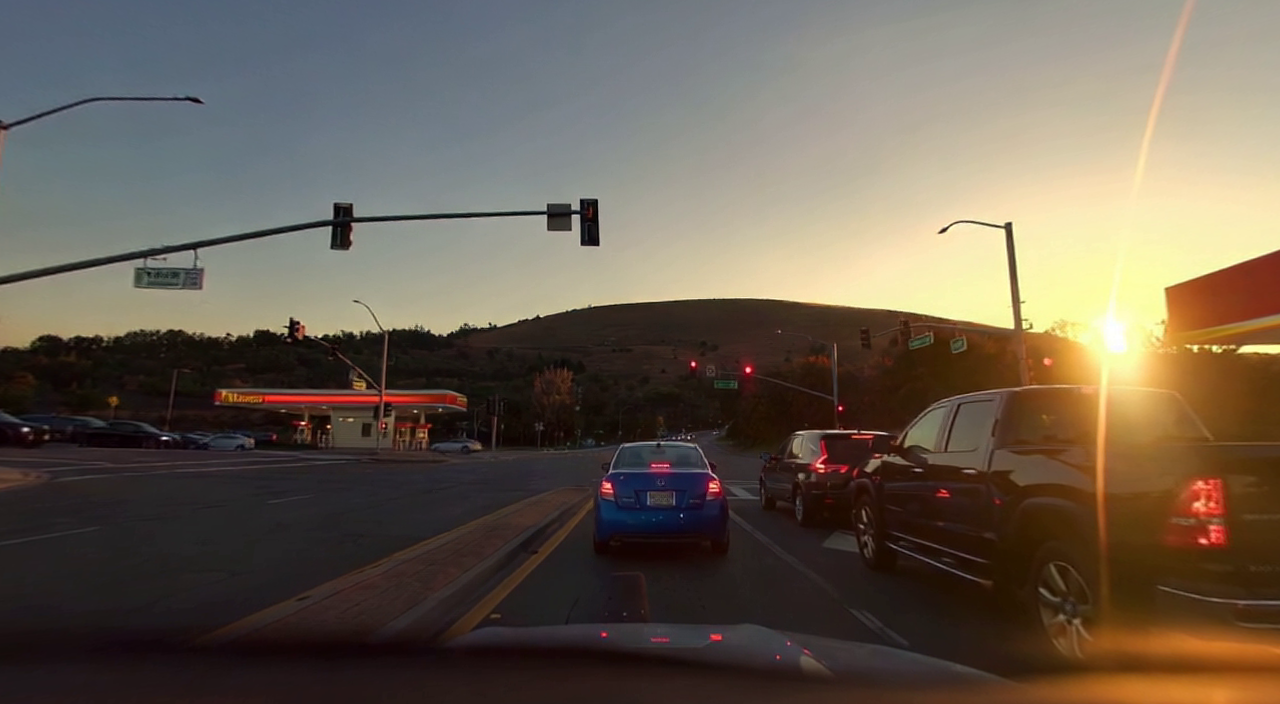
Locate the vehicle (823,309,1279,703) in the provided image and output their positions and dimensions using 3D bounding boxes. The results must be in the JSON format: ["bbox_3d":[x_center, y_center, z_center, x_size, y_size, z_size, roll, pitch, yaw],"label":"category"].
[{"bbox_3d":[3.530,1.193,5.117,2.277,1.871,6.143,0,-8,0],"label":"vehicle"}]

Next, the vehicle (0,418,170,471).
[{"bbox_3d":[-19.664,3.245,22.123,4.742,1.720,2.107,-1,-8,5],"label":"vehicle"}]

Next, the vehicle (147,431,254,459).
[{"bbox_3d":[-23.205,4.906,33.386,4.326,1.420,1.798,-1,-8,3],"label":"vehicle"}]

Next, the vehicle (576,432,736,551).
[{"bbox_3d":[0.210,2.060,9.982,2.027,1.494,3.824,0,-8,0],"label":"vehicle"}]

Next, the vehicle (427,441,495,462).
[{"bbox_3d":[-13.227,7.364,46.767,1.963,1.460,4.528,-6,-11,37],"label":"vehicle"}]
